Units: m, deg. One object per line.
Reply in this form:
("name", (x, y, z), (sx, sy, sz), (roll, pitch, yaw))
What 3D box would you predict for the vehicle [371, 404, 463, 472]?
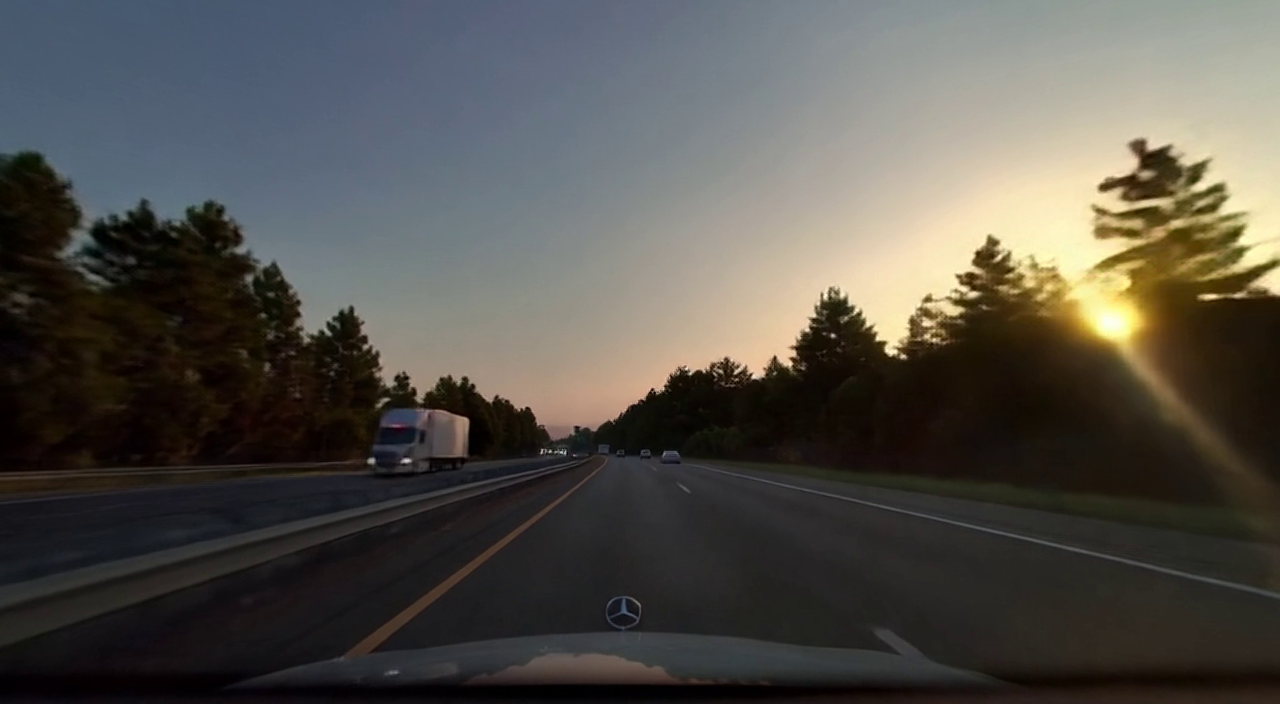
("vehicle", (-13.787, 5.513, 39.929), (2.763, 3.848, 8.560), (0, -9, -1))
